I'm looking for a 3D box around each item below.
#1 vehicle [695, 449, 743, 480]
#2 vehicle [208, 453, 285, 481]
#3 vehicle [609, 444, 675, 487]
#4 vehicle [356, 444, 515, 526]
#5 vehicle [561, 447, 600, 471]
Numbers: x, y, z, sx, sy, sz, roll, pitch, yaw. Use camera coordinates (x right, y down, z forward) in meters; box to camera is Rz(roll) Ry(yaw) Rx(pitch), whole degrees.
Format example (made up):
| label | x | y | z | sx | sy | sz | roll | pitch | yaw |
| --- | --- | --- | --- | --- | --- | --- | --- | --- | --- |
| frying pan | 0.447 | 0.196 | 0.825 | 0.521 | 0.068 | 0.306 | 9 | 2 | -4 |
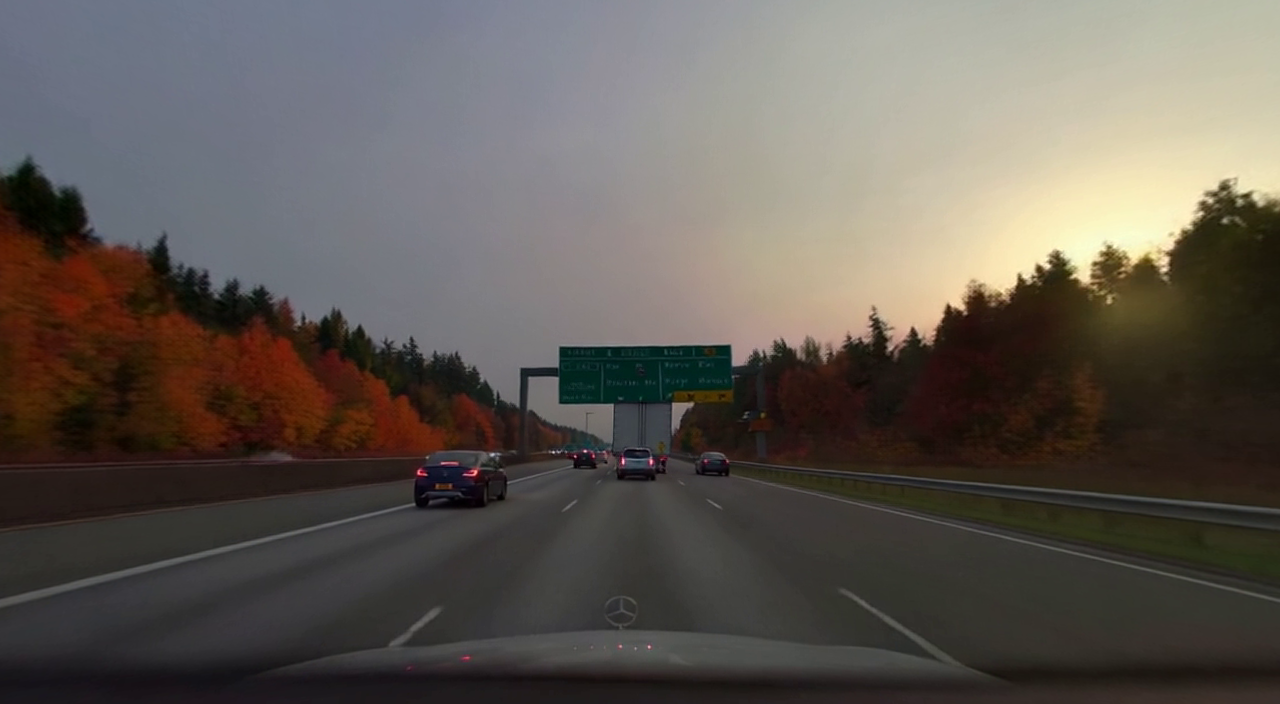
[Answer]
| label | x | y | z | sx | sy | sz | roll | pitch | yaw |
| --- | --- | --- | --- | --- | --- | --- | --- | --- | --- |
| vehicle | 4.249 | 6.118 | 34.460 | 2.035 | 1.571 | 4.413 | 0 | -9 | -1 |
| vehicle | -22.220 | 6.483 | 35.524 | 1.777 | 1.473 | 3.876 | 0 | -9 | 1 |
| vehicle | 0.072 | 4.828 | 27.013 | 2.634 | 1.679 | 4.070 | 0 | -9 | 0 |
| vehicle | -4.136 | 2.743 | 13.499 | 2.017 | 1.469 | 4.113 | 0 | -9 | 0 |
| vehicle | -4.377 | 7.996 | 46.959 | 2.545 | 1.679 | 4.267 | 0 | -9 | 0 |
